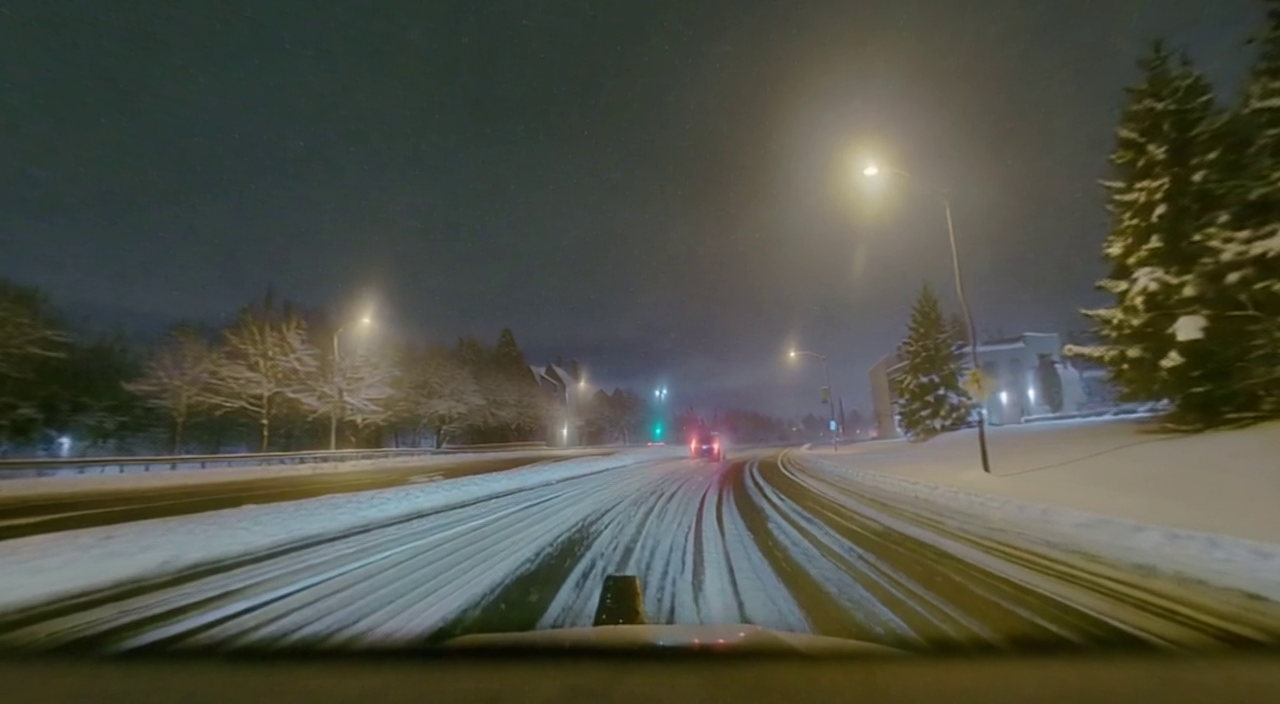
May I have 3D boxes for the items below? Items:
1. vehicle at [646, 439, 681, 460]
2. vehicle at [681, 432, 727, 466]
[{"bbox_3d":[1.797,7.338,47.424,1.952,1.472,4.312,-2,-9,11],"label":"vehicle"},{"bbox_3d":[4.020,5.951,38.942,2.356,1.931,4.840,-2,-9,11],"label":"vehicle"}]
